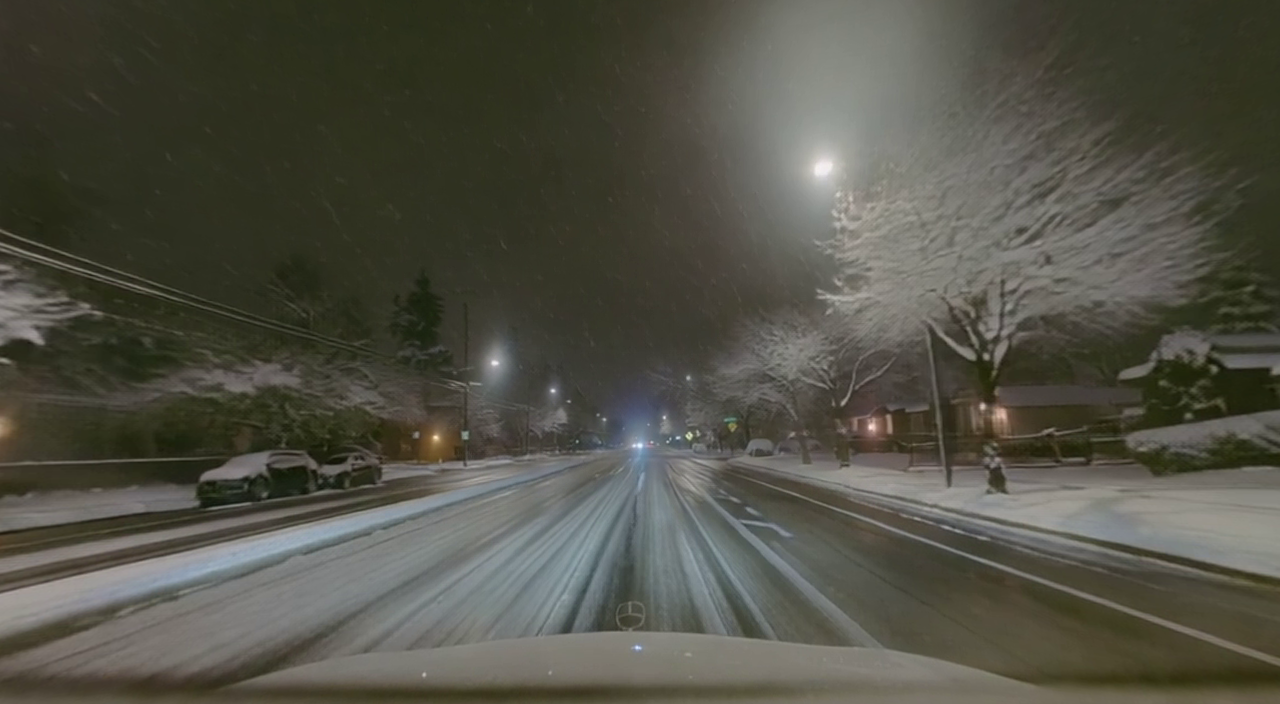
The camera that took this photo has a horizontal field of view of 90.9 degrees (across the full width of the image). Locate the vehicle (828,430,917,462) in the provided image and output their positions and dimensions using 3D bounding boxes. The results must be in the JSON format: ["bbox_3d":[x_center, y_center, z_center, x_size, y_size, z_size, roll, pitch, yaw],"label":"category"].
[{"bbox_3d":[14.147,5.723,38.652,4.907,1.693,2.081,0,-7,13],"label":"vehicle"}]

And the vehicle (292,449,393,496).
[{"bbox_3d":[-11.585,4.679,24.908,1.888,1.439,4.351,-2,-6,1],"label":"vehicle"}]

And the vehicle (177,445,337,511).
[{"bbox_3d":[-11.700,3.828,19.767,2.023,1.629,4.822,-2,-7,0],"label":"vehicle"}]
